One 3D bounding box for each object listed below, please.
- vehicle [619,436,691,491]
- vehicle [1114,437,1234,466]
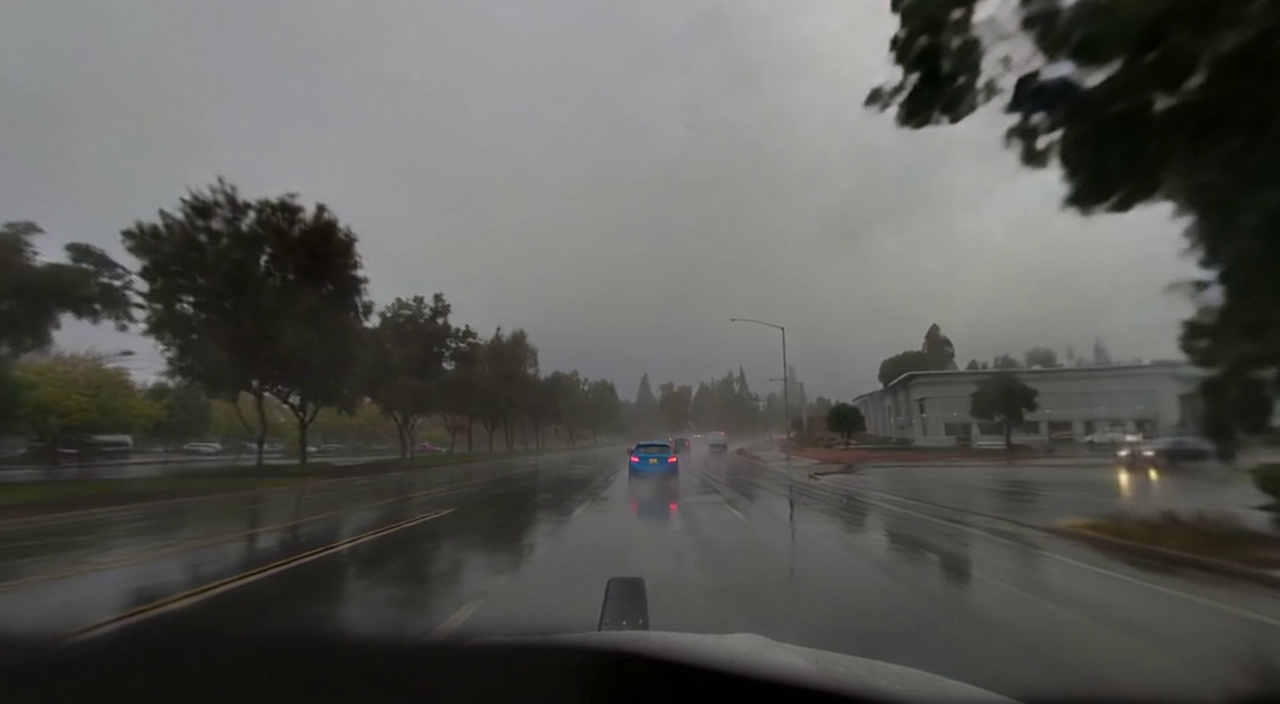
[{"bbox_3d":[0.433,3.402,19.531,2.010,1.535,3.735,0,-9,1],"label":"vehicle"},{"bbox_3d":[27.578,5.167,32.705,4.305,1.457,1.885,-1,-9,8],"label":"vehicle"}]
